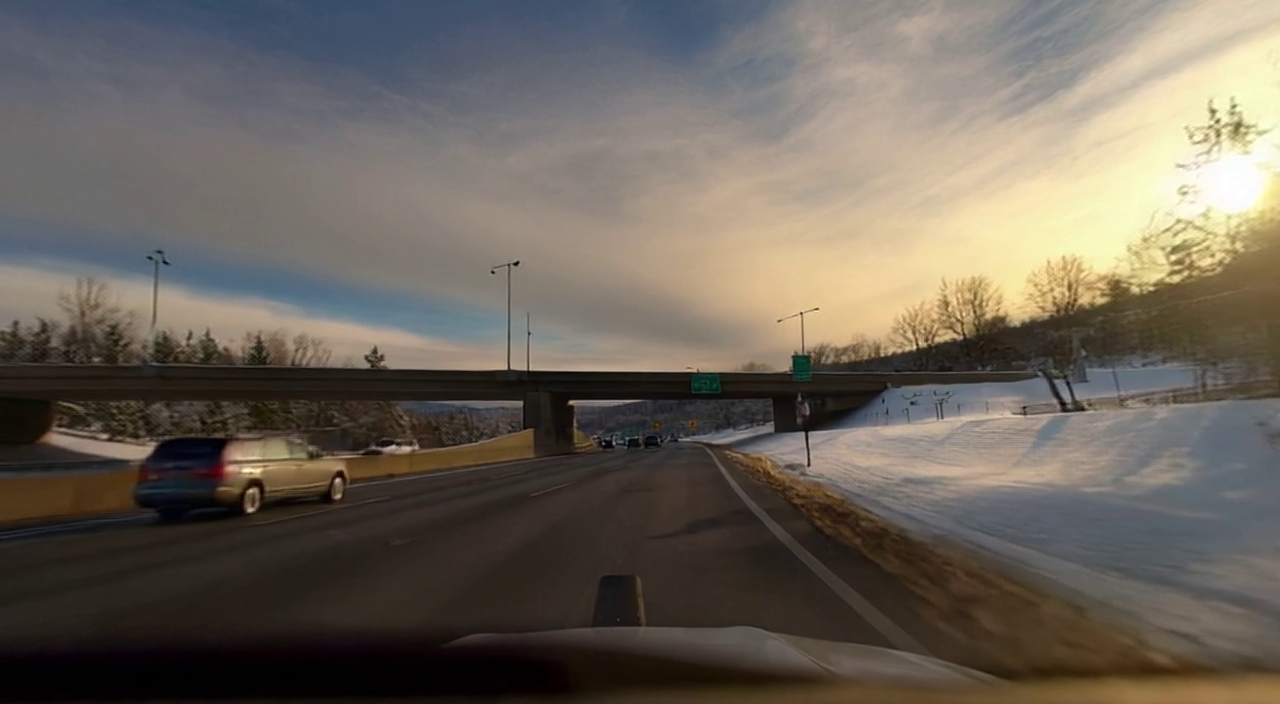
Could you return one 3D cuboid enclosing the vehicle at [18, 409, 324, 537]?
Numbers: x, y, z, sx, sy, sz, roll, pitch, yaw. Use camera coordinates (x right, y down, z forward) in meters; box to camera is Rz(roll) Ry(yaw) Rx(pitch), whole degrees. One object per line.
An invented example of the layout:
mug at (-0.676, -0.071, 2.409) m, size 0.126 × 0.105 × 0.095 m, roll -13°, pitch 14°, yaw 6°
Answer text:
vehicle at (-8.261, 2.129, 11.808) m, size 1.956 × 1.888 × 4.512 m, roll -1°, pitch -8°, yaw 6°
